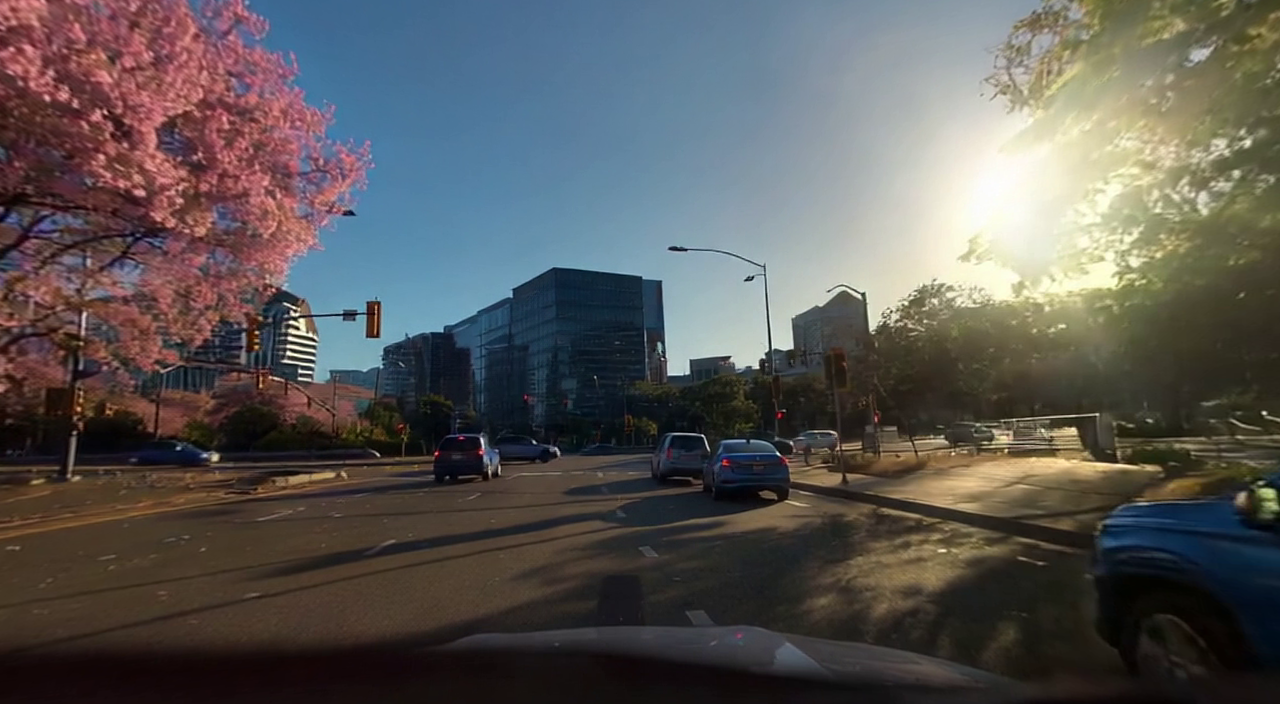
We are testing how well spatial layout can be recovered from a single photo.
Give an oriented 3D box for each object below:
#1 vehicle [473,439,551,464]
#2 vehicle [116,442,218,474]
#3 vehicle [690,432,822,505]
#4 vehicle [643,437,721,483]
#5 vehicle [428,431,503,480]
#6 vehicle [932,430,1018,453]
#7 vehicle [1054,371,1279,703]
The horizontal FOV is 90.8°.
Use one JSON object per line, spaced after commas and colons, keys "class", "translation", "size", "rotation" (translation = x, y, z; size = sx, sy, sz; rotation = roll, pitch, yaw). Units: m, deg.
{"class": "vehicle", "translation": [-7.906, 6.209, 39.400], "size": [4.526, 1.452, 1.920], "rotation": [1, -8, -6]}
{"class": "vehicle", "translation": [-27.453, 6.127, 36.795], "size": [4.263, 1.769, 1.870], "rotation": [1, -9, -7]}
{"class": "vehicle", "translation": [2.621, 2.764, 15.474], "size": [2.019, 1.518, 4.285], "rotation": [1, -9, -6]}
{"class": "vehicle", "translation": [1.361, 3.791, 22.472], "size": [2.007, 1.466, 4.291], "rotation": [1, -9, -7]}
{"class": "vehicle", "translation": [-6.596, 3.959, 24.435], "size": [1.995, 1.703, 4.367], "rotation": [0, -8, -5]}
{"class": "vehicle", "translation": [22.720, 6.100, 42.923], "size": [4.829, 1.470, 1.874], "rotation": [1, -8, -6]}
{"class": "vehicle", "translation": [4.294, 0.787, 2.256], "size": [2.154, 1.632, 4.710], "rotation": [0, -8, -5]}
